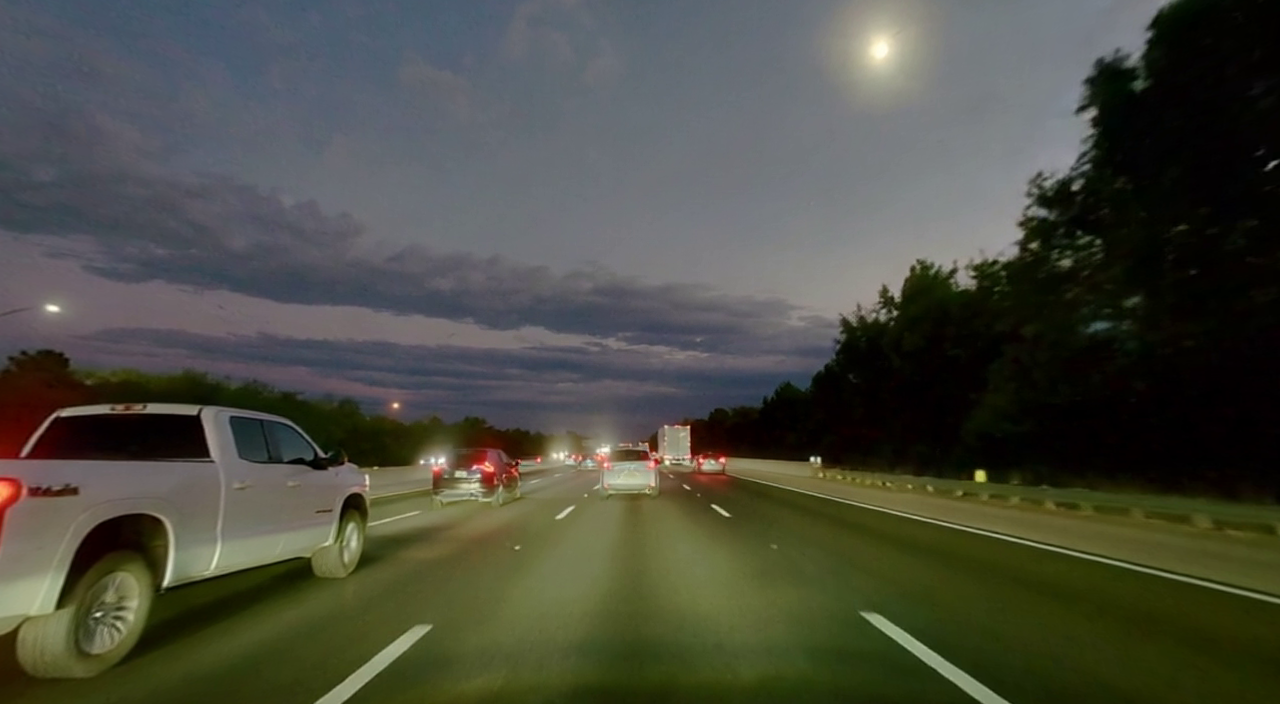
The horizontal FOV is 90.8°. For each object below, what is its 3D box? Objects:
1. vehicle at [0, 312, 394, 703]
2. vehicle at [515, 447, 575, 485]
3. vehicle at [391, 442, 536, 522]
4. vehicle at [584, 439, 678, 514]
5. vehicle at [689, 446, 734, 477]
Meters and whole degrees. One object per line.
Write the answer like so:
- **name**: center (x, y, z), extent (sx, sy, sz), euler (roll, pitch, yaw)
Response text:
- **vehicle**: center (-3.886, 1.070, 4.532), extent (2.243, 1.889, 4.949), euler (0, -9, 0)
- **vehicle**: center (-3.965, 4.846, 27.054), extent (1.999, 1.484, 4.269), euler (0, -9, -1)
- **vehicle**: center (-3.733, 2.824, 14.281), extent (1.988, 1.501, 4.438), euler (0, -9, 0)
- **vehicle**: center (-0.207, 2.922, 15.200), extent (1.996, 1.574, 3.426), euler (0, -9, 0)
- **vehicle**: center (3.716, 5.772, 33.388), extent (1.858, 1.537, 3.838), euler (0, -9, -2)
